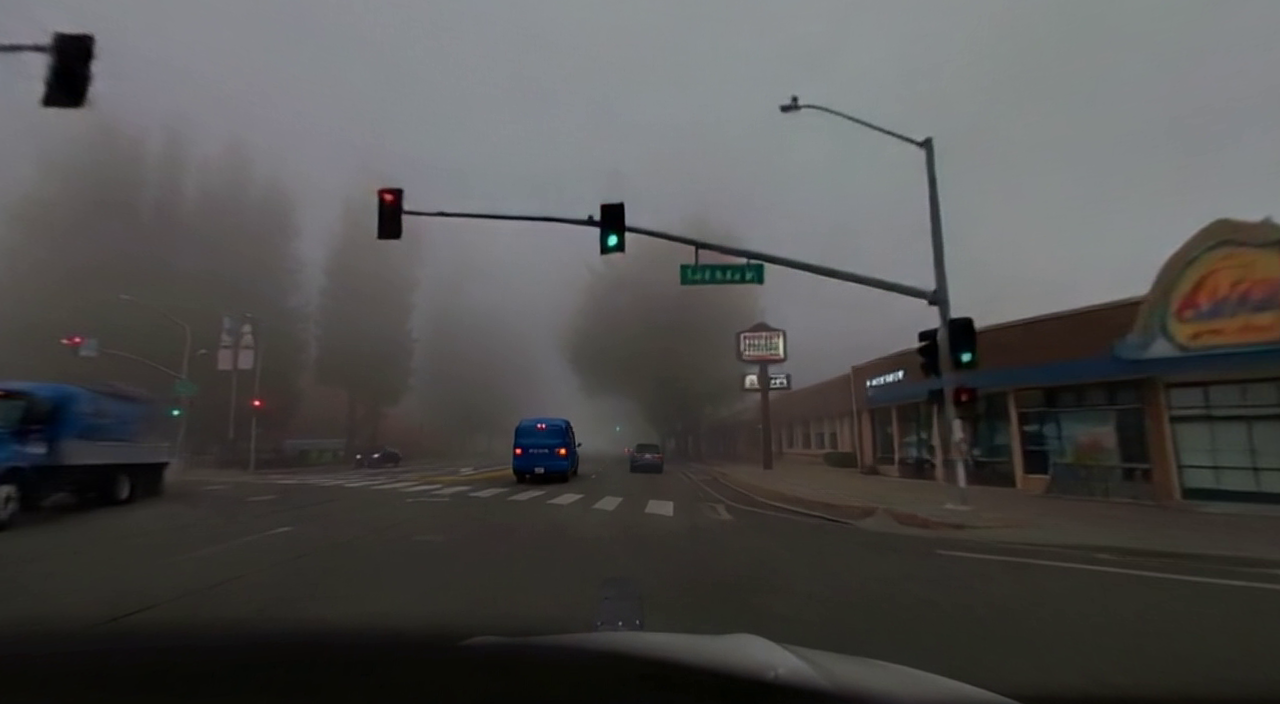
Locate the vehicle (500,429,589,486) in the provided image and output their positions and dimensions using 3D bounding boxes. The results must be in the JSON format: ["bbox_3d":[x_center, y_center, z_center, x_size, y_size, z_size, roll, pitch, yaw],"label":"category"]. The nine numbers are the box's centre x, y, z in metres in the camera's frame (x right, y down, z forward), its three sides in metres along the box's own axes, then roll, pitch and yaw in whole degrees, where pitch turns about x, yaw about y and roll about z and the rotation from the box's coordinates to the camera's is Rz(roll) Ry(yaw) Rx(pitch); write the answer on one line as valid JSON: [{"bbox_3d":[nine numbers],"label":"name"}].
[{"bbox_3d":[-3.251,3.723,22.661,2.464,1.777,5.128,0,-8,-1],"label":"vehicle"}]

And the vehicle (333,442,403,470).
[{"bbox_3d":[-15.961,6.116,37.413,1.912,1.432,5.070,-3,-8,0],"label":"vehicle"}]

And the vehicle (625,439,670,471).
[{"bbox_3d":[0.336,5.169,31.863,2.103,1.487,4.101,0,-8,0],"label":"vehicle"}]

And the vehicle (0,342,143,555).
[{"bbox_3d":[-9.997,1.450,9.667,2.507,2.667,4.567,4,-9,-24],"label":"vehicle"}]
